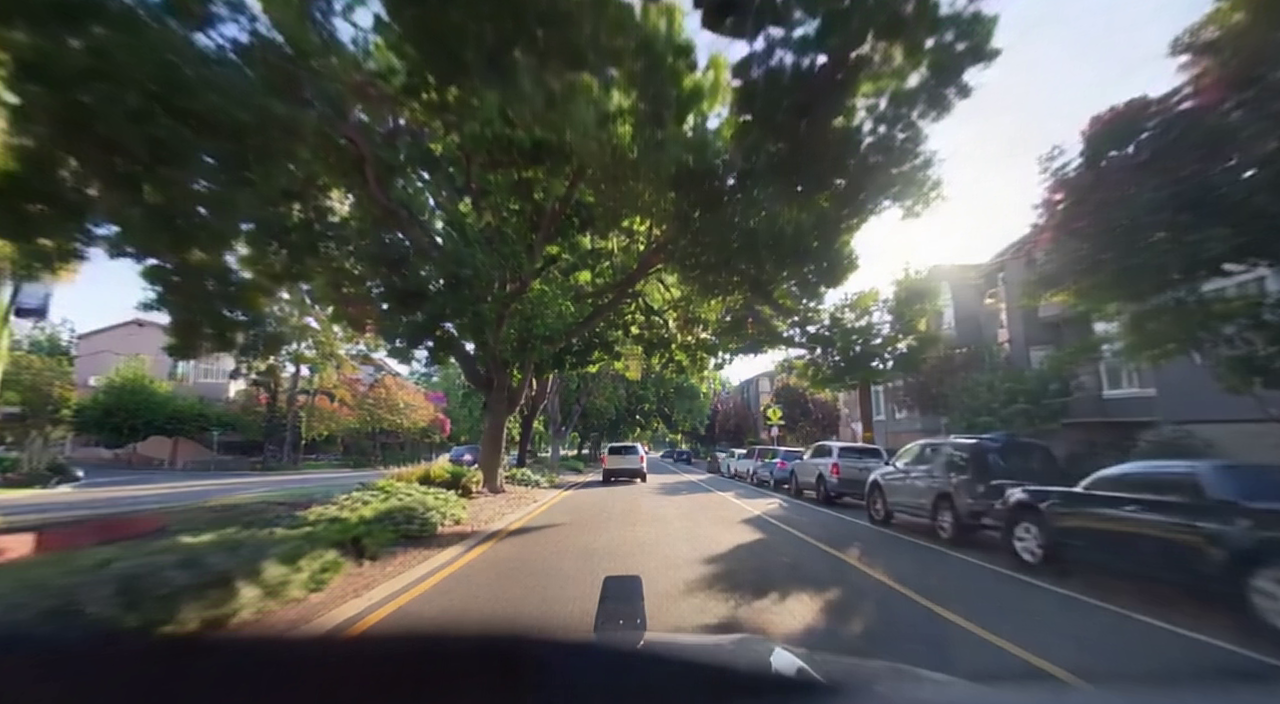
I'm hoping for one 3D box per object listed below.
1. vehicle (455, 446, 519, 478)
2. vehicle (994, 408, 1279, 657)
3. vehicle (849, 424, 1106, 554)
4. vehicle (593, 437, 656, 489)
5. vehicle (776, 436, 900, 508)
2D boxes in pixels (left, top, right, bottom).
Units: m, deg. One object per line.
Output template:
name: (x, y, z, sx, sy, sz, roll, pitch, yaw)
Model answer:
vehicle: (-7.611, 5.517, 32.033, 2.105, 1.474, 4.808, 0, -9, -1)
vehicle: (5.422, 1.406, 5.401, 2.018, 1.708, 4.541, 0, -9, -2)
vehicle: (5.570, 2.302, 11.310, 2.026, 1.822, 4.520, 0, -9, -1)
vehicle: (-0.550, 3.962, 22.786, 2.070, 1.698, 3.925, 0, -9, -1)
vehicle: (5.534, 3.391, 18.360, 2.053, 1.799, 4.446, 0, -9, -1)
